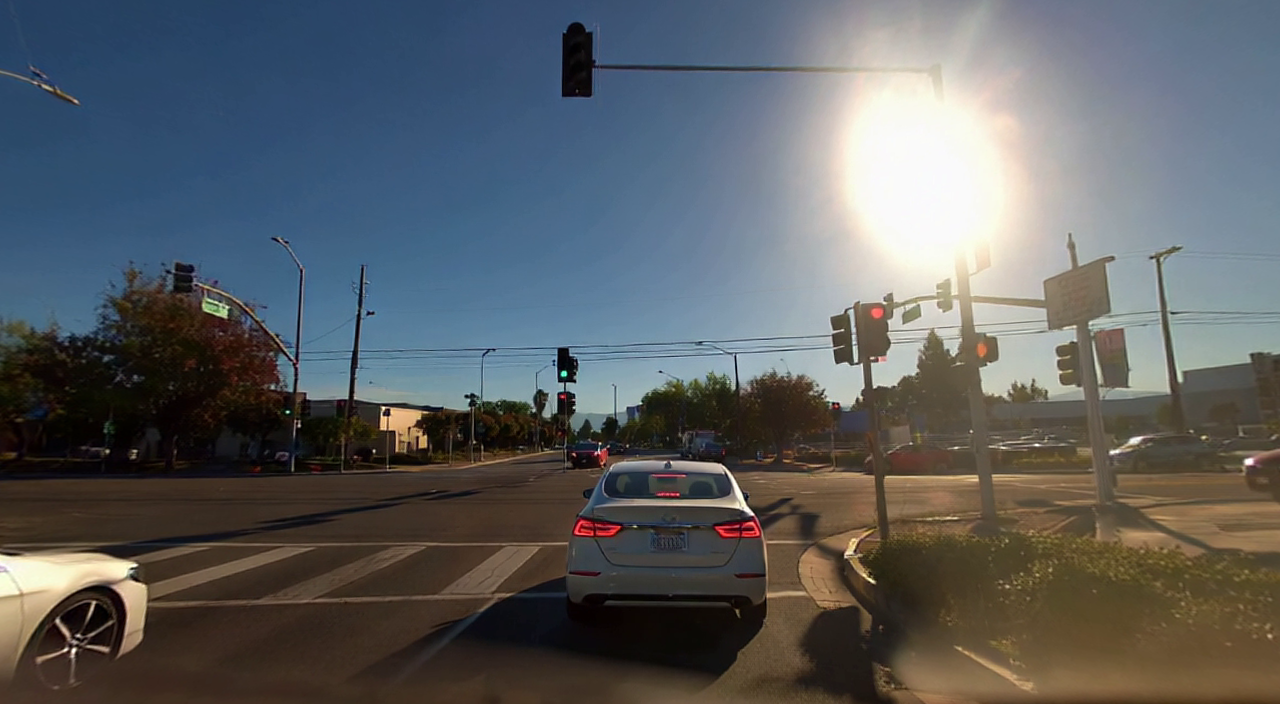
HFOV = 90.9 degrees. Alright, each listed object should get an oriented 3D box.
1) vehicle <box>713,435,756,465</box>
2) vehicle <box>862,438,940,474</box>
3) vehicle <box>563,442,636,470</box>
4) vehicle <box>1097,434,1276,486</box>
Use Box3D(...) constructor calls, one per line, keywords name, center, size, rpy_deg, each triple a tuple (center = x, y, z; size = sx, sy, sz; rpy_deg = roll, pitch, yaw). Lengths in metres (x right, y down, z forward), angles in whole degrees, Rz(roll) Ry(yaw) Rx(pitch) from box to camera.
Box3D(name="vehicle", center=(6.917, 7.150, 46.186), size=(1.491, 2.041, 2.964), rpy_deg=(6, -9, -34))
Box3D(name="vehicle", center=(12.394, 5.035, 30.248), size=(1.922, 1.529, 3.964), rpy_deg=(0, -12, -1))
Box3D(name="vehicle", center=(-2.436, 6.151, 37.552), size=(3.991, 1.526, 1.868), rpy_deg=(-4, -9, 30))
Box3D(name="vehicle", center=(16.796, 3.321, 19.517), size=(3.876, 1.512, 1.784), rpy_deg=(0, -8, -1))
